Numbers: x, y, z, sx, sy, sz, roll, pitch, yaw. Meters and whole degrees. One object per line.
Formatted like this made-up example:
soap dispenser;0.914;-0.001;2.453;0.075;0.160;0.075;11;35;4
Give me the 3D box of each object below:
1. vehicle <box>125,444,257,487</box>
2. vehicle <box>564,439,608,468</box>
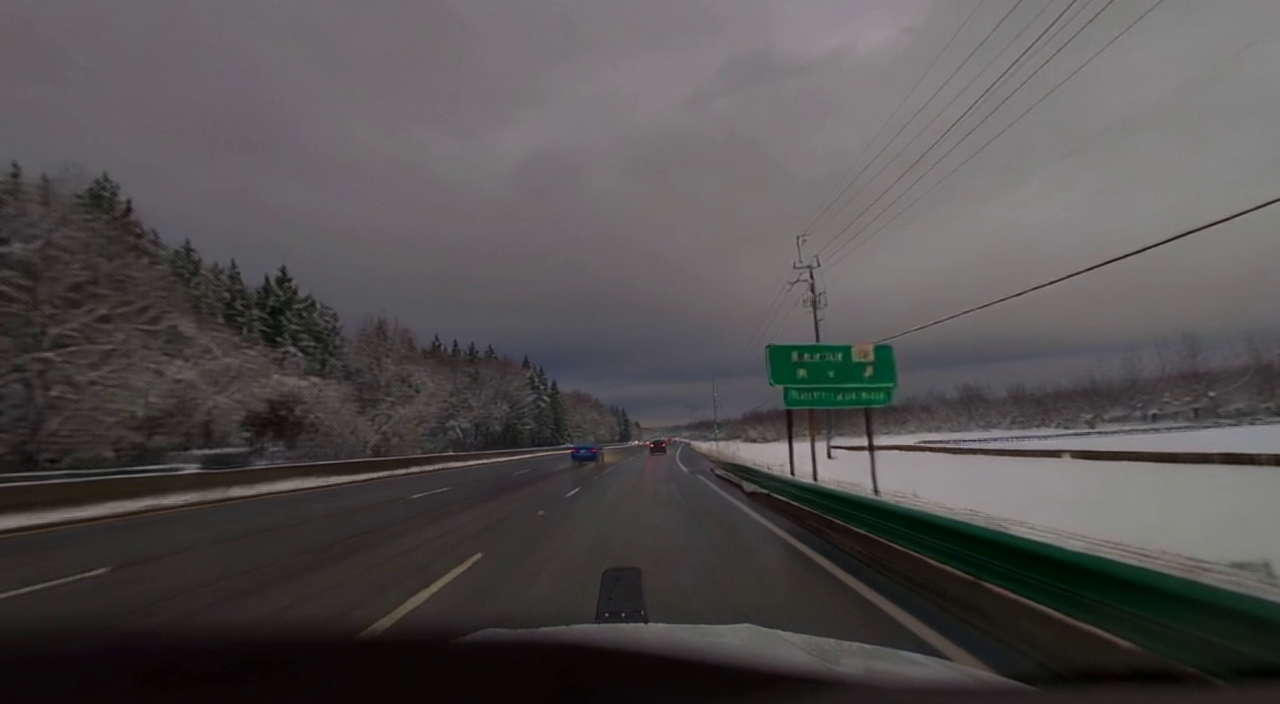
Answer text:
vehicle;-16.123;4.065;22.877;1.986;1.424;3.739;0;-8;1
vehicle;-2.988;5.736;35.785;2.021;1.515;4.453;0;-8;2
